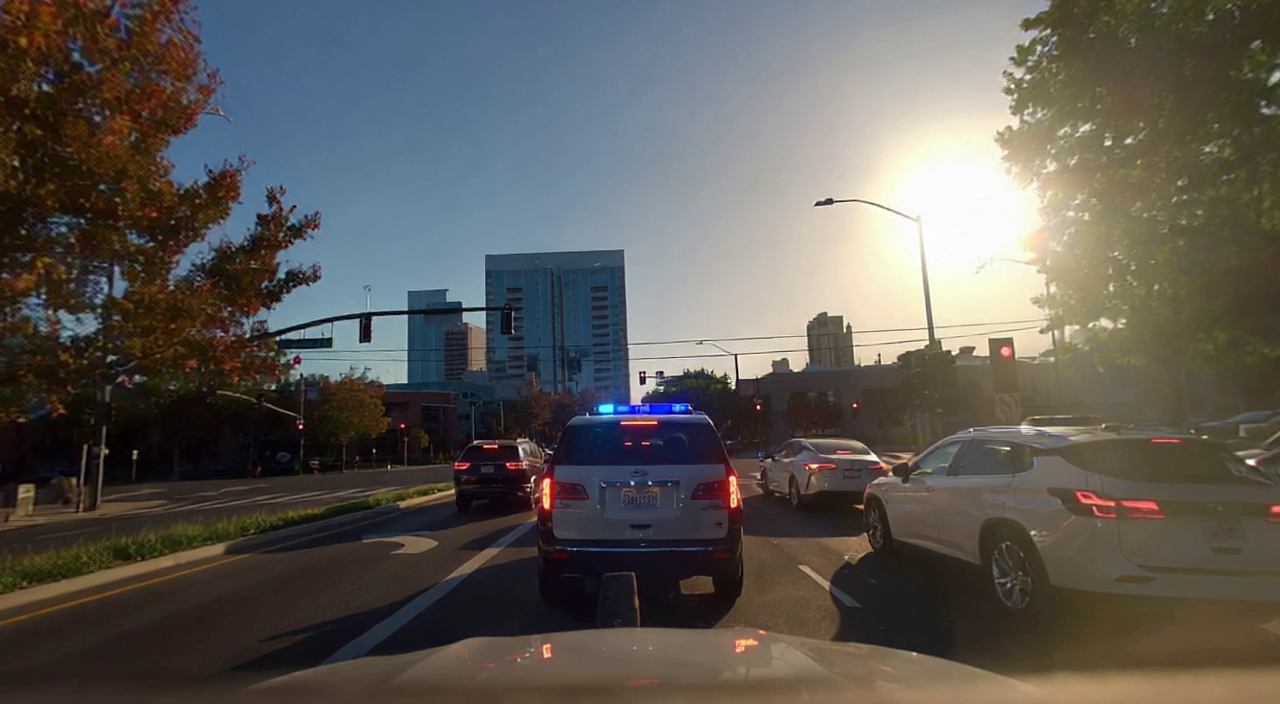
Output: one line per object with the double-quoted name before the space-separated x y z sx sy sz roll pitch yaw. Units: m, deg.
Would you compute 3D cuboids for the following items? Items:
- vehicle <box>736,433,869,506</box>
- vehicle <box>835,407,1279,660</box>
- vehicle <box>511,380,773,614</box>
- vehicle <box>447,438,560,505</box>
"vehicle" 3.650 2.708 15.058 1.940 1.474 4.234 0 -8 -1
"vehicle" 3.638 1.407 6.072 1.995 1.483 4.533 0 -8 -1
"vehicle" -0.035 1.458 7.274 2.038 1.819 4.505 0 -8 -1
"vehicle" -3.305 2.983 16.207 1.913 1.464 4.276 0 -8 0
